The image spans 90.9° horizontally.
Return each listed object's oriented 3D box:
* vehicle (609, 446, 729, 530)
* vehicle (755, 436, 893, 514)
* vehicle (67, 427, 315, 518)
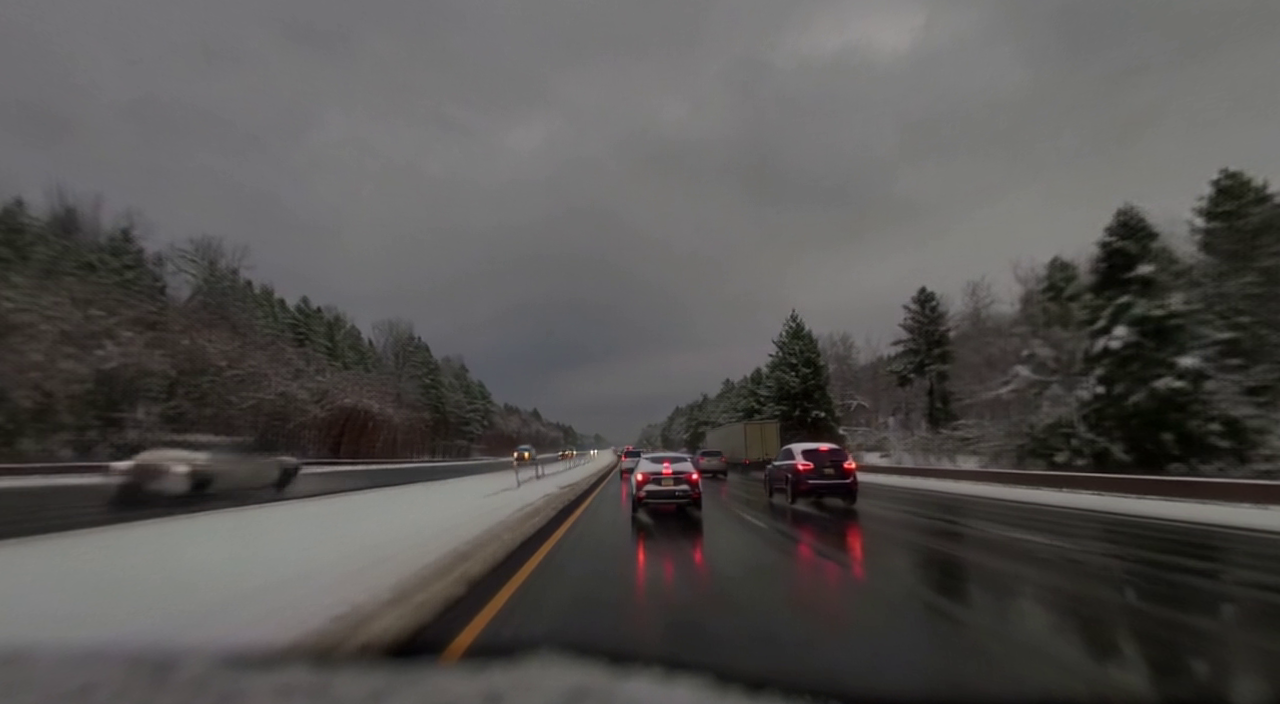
[{"bbox_3d":[0.470,2.671,12.936,2.094,1.426,3.725,0,-9,-1],"label":"vehicle"},{"bbox_3d":[4.394,3.020,15.963,1.998,1.657,4.604,0,-9,-1],"label":"vehicle"},{"bbox_3d":[-8.557,2.327,12.585,1.941,1.483,4.061,0,-9,0],"label":"vehicle"}]
